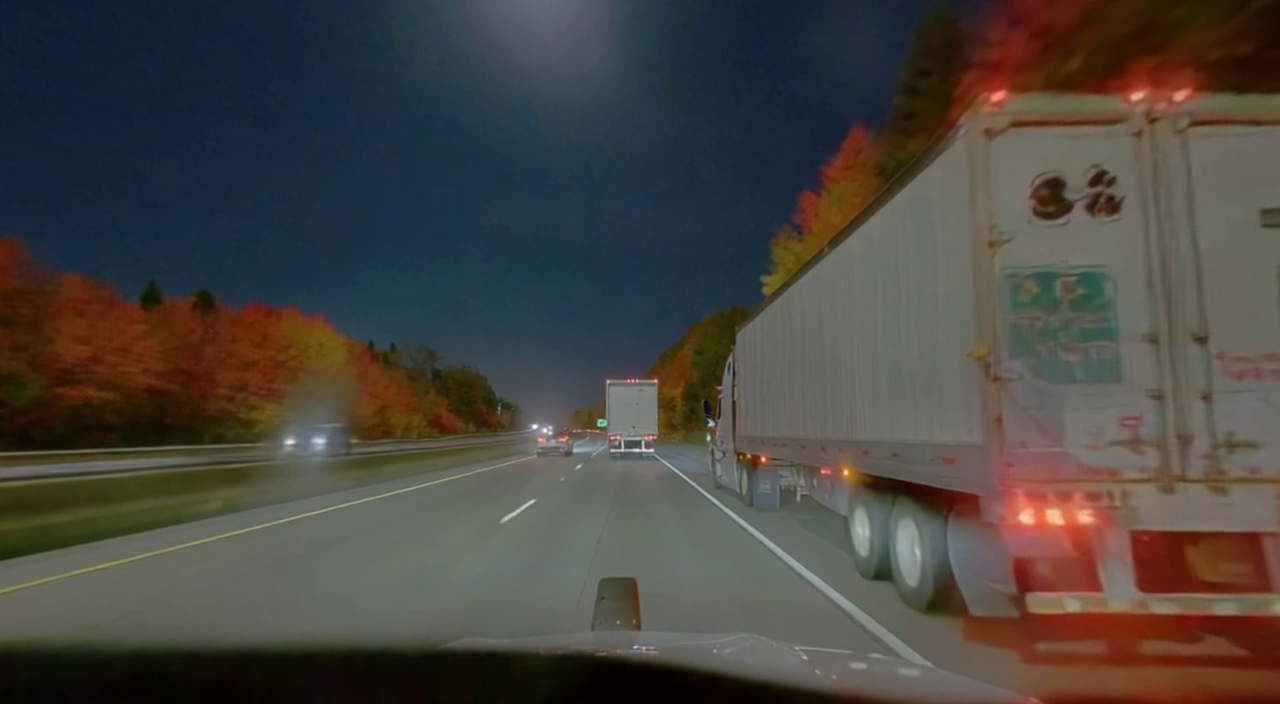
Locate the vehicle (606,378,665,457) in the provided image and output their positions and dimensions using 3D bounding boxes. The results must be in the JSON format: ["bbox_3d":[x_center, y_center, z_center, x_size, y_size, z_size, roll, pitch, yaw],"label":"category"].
[{"bbox_3d":[-0.415,4.120,37.986,3.013,4.016,11.496,0,-8,-2],"label":"vehicle"}]

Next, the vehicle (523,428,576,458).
[{"bbox_3d":[-4.737,4.837,33.613,2.217,1.495,4.245,0,-8,0],"label":"vehicle"}]

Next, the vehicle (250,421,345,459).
[{"bbox_3d":[-15.916,4.111,29.550,1.979,1.653,4.497,0,-8,-1],"label":"vehicle"}]
